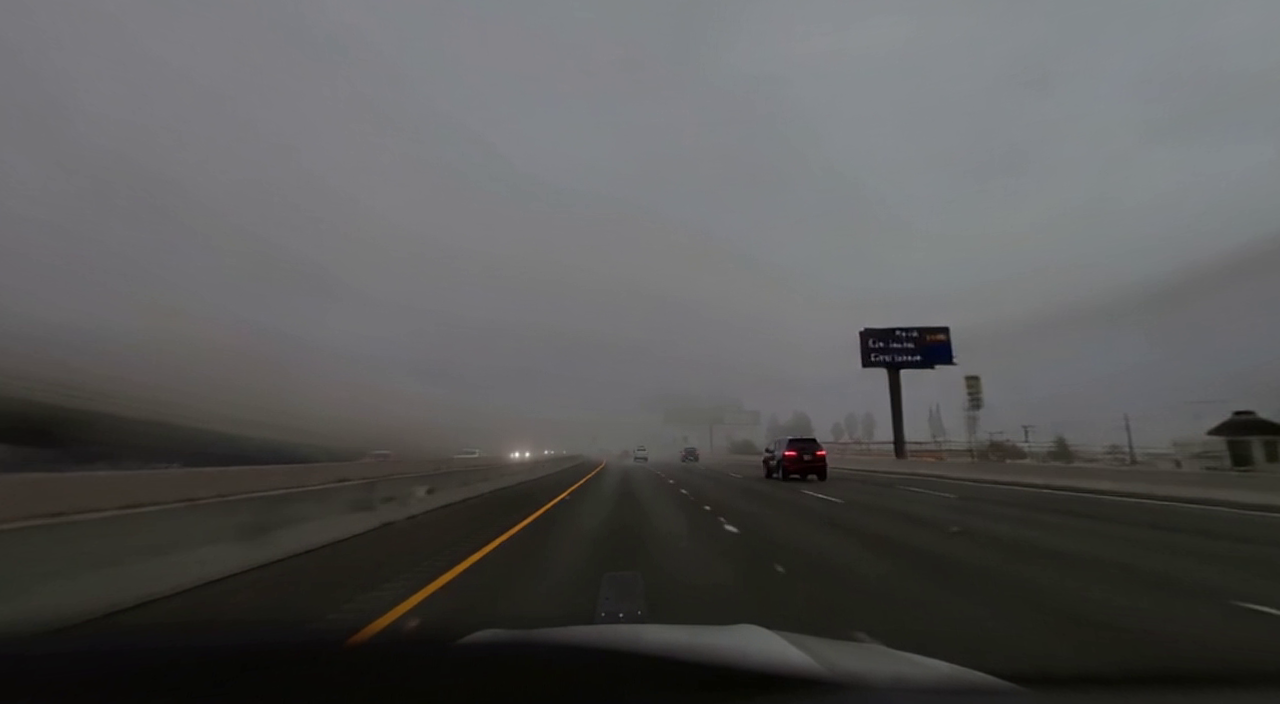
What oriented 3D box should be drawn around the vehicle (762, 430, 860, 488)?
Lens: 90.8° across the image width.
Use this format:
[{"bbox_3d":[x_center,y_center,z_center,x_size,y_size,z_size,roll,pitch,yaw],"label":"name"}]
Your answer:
[{"bbox_3d":[6.282,4.011,23.945,2.181,1.952,4.973,0,-9,-2],"label":"vehicle"}]
